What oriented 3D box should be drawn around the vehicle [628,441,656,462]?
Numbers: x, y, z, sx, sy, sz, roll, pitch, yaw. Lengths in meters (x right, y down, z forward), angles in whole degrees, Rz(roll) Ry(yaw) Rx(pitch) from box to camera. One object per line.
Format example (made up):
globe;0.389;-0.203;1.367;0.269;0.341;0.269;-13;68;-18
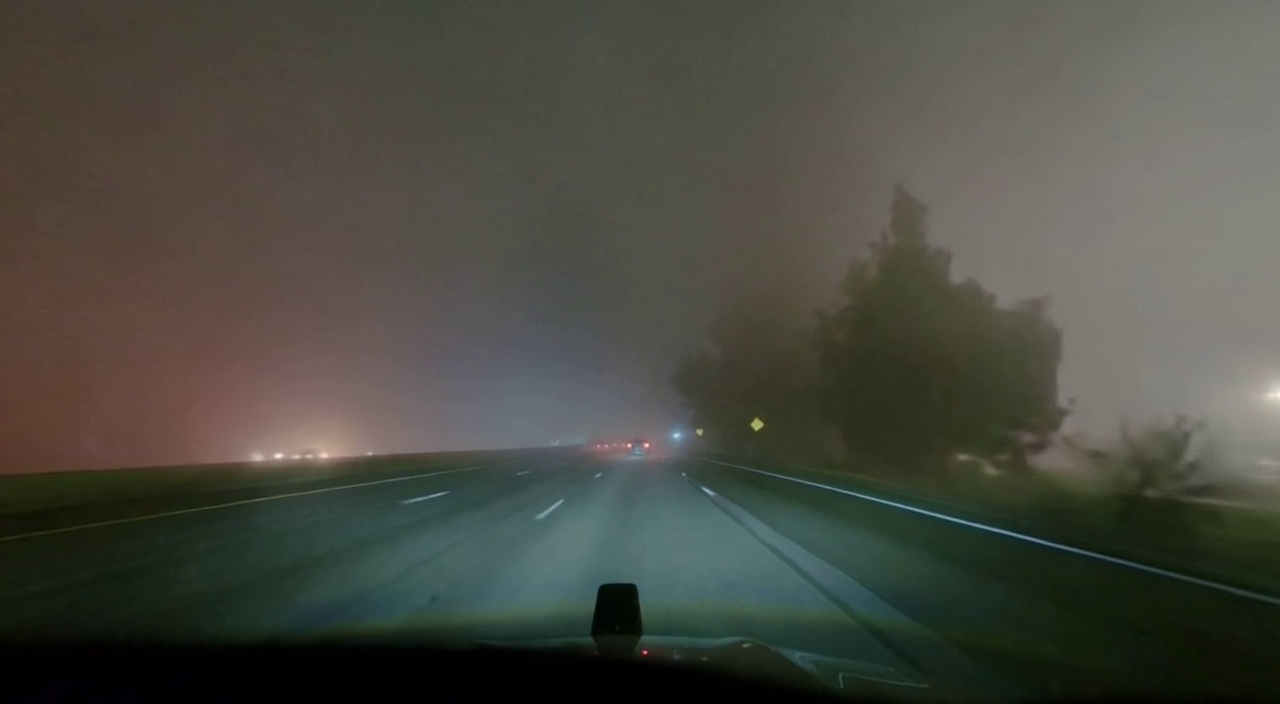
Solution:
vehicle;0.090;7.504;47.768;2.021;1.528;4.154;0;-8;-1
